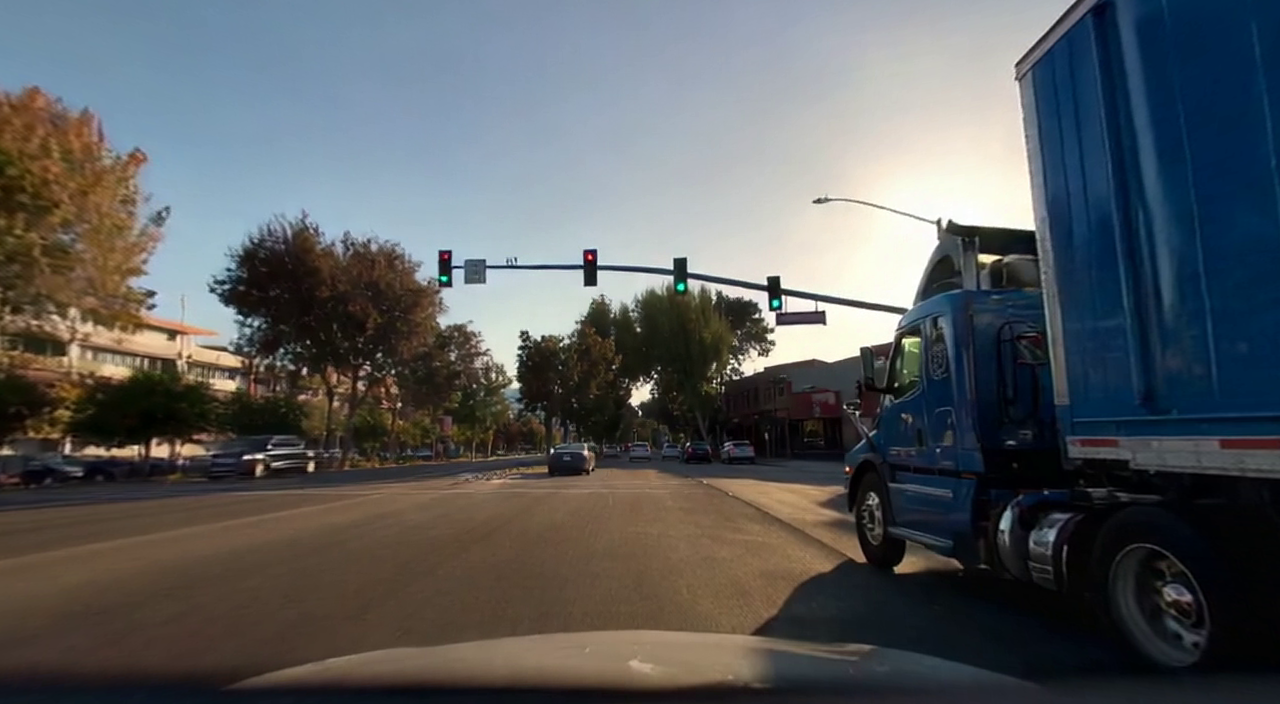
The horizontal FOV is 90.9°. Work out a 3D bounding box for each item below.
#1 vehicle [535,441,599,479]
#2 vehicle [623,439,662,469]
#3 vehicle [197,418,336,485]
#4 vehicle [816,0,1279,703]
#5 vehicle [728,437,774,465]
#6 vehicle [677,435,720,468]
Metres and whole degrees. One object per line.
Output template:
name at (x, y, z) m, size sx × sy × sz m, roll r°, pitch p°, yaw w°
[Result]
vehicle at (-3.124, 4.725, 27.963) m, size 2.211 × 1.537 × 4.666 m, roll 0°, pitch -8°, yaw 1°
vehicle at (0.141, 6.234, 38.790) m, size 2.276 × 1.704 × 3.925 m, roll 0°, pitch -8°, yaw 0°
vehicle at (-18.143, 4.896, 31.295) m, size 2.473 × 2.894 × 7.075 m, roll 0°, pitch -8°, yaw 0°
vehicle at (3.888, -0.025, 4.151) m, size 3.006 × 3.679 × 8.506 m, roll 0°, pitch -8°, yaw 0°
vehicle at (7.651, 6.896, 43.950) m, size 2.174 × 1.793 × 5.061 m, roll 0°, pitch -8°, yaw -1°
vehicle at (3.574, 6.200, 39.470) m, size 2.196 × 1.908 × 4.412 m, roll 0°, pitch -8°, yaw -1°
